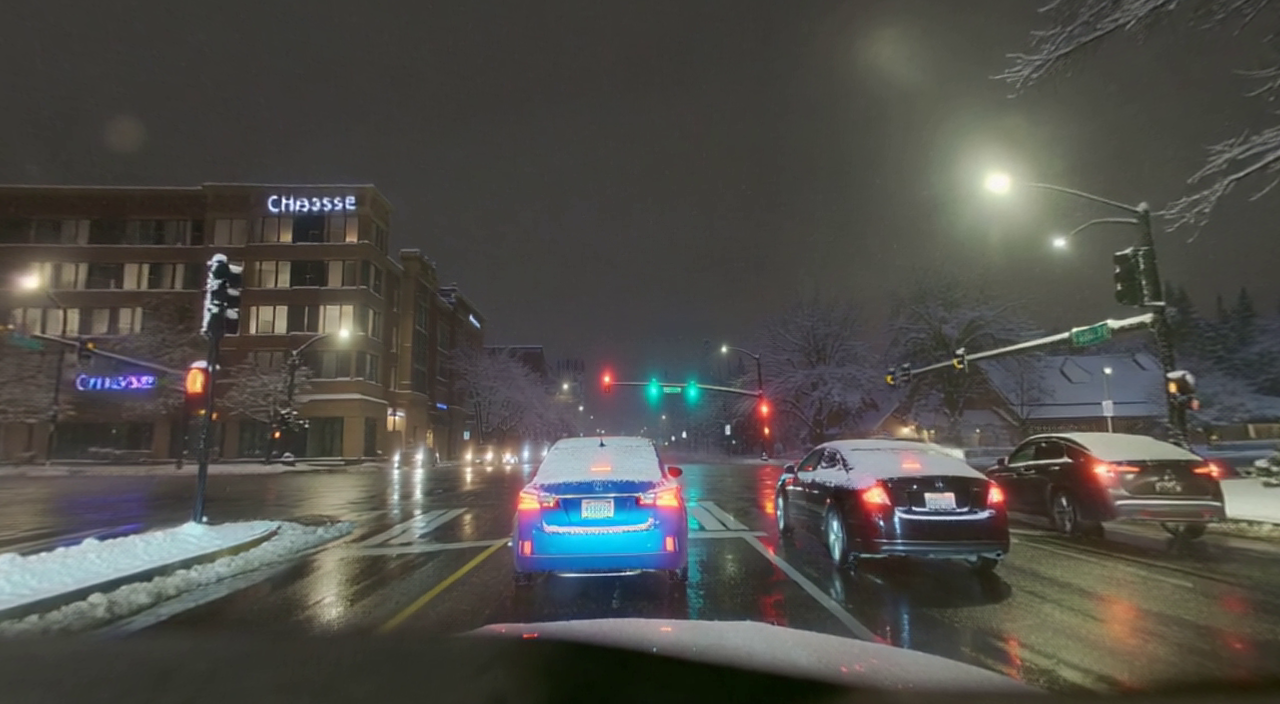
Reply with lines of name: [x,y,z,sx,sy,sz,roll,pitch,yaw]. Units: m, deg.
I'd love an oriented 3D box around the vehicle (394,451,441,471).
vehicle: [-17.139,8.383,48.688,2.048,1.463,4.530,0,-8,-1]

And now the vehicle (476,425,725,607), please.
vehicle: [-0.376,1.655,7.294,2.059,1.477,3.988,0,-8,-1]

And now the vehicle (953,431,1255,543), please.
vehicle: [7.434,2.167,10.796,1.908,1.517,4.182,0,-8,-1]

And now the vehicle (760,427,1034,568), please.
vehicle: [3.206,1.890,8.977,2.042,1.508,4.109,0,-8,-2]
